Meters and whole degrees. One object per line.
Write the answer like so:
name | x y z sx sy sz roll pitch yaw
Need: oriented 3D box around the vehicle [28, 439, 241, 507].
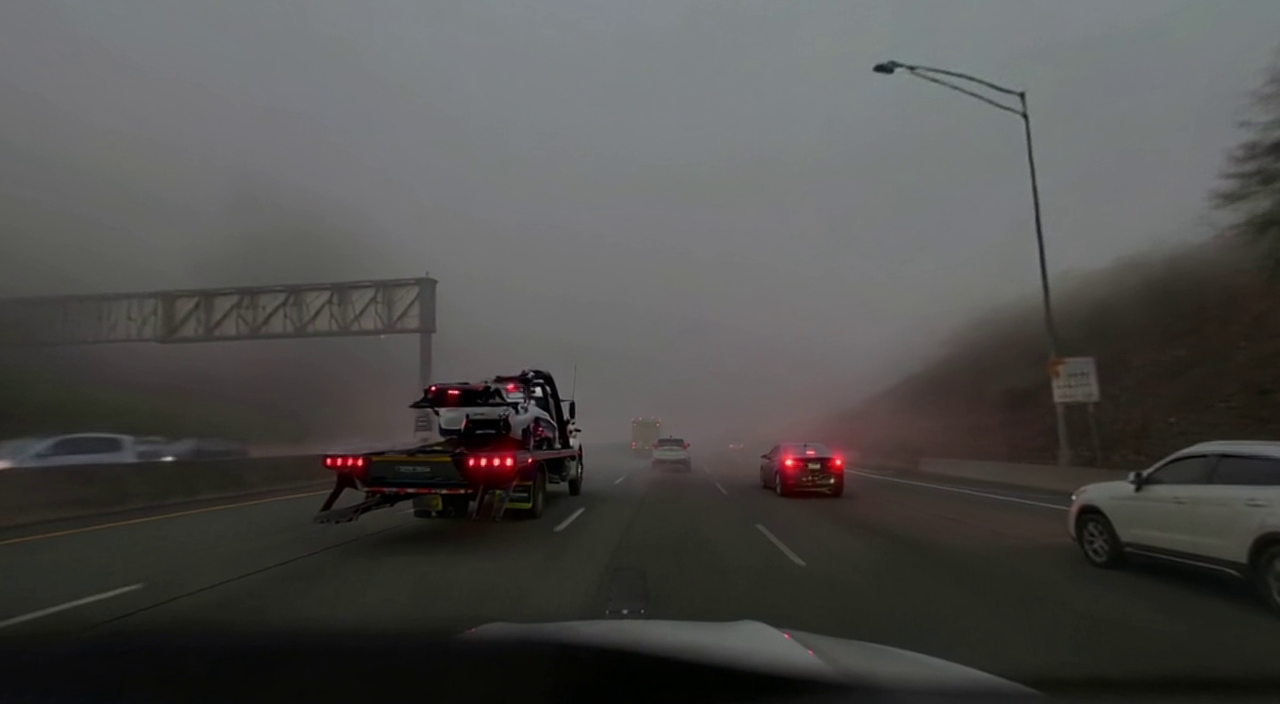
vehicle | -12.741 3.031 16.351 1.949 1.509 4.168 0 -8 2

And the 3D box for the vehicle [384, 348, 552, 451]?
vehicle | -3.111 1.116 12.609 1.893 1.674 4.766 0 -8 1

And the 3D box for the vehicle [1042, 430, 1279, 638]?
vehicle | 5.625 1.367 4.886 2.040 1.481 4.260 1 -8 -3

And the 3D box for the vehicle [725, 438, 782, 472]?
vehicle | 5.818 5.356 32.916 2.075 1.614 4.682 0 -8 0

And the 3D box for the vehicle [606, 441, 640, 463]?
vehicle | -1.169 7.047 44.632 2.016 1.450 4.310 0 -8 4

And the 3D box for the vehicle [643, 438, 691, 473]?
vehicle | 1.266 4.816 29.491 2.079 1.499 3.915 0 -8 2

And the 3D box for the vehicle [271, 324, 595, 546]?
vehicle | -3.113 1.826 13.589 3.162 2.955 10.282 0 -8 2

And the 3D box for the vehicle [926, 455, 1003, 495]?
vehicle | 22.372 8.430 43.760 2.433 2.488 4.939 1 -8 -4
